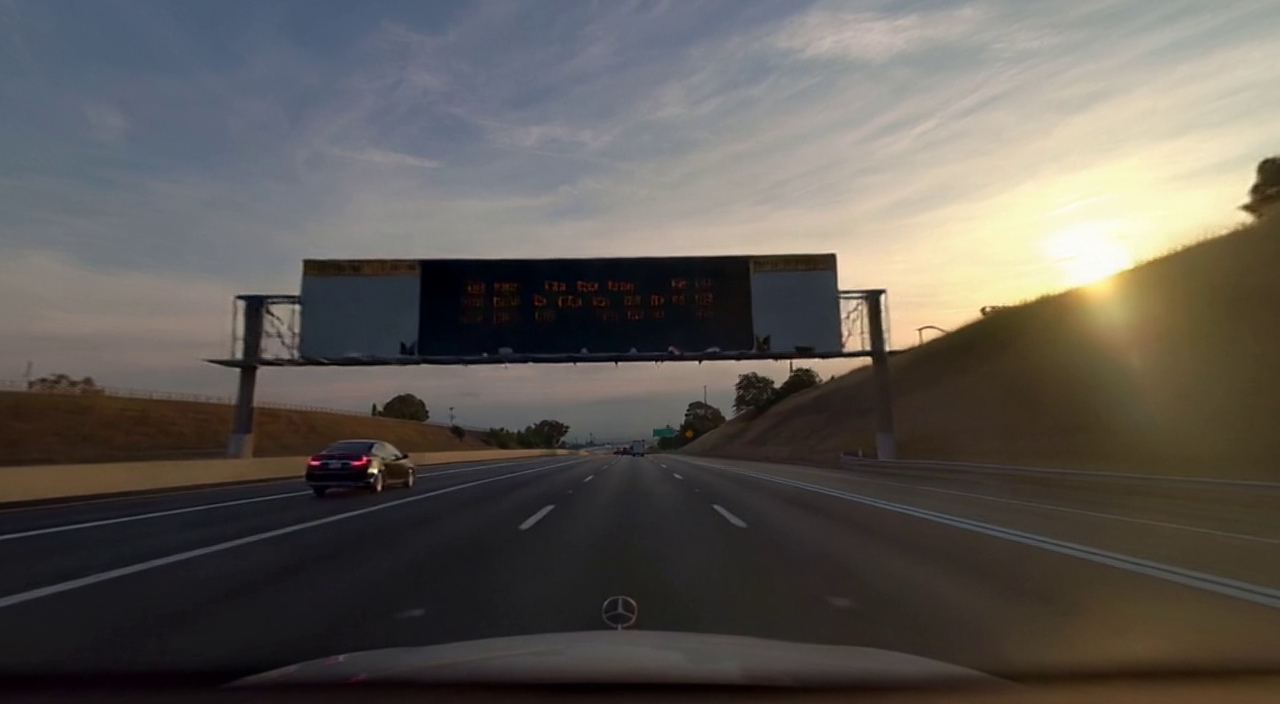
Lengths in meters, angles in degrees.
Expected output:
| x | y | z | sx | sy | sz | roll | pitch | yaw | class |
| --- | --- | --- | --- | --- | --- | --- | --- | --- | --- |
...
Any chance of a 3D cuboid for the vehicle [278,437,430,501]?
| x | y | z | sx | sy | sz | roll | pitch | yaw | class |
| --- | --- | --- | --- | --- | --- | --- | --- | --- | --- |
| -7.761 | 3.199 | 17.830 | 2.005 | 1.545 | 4.874 | 0 | -8 | 0 | vehicle |
